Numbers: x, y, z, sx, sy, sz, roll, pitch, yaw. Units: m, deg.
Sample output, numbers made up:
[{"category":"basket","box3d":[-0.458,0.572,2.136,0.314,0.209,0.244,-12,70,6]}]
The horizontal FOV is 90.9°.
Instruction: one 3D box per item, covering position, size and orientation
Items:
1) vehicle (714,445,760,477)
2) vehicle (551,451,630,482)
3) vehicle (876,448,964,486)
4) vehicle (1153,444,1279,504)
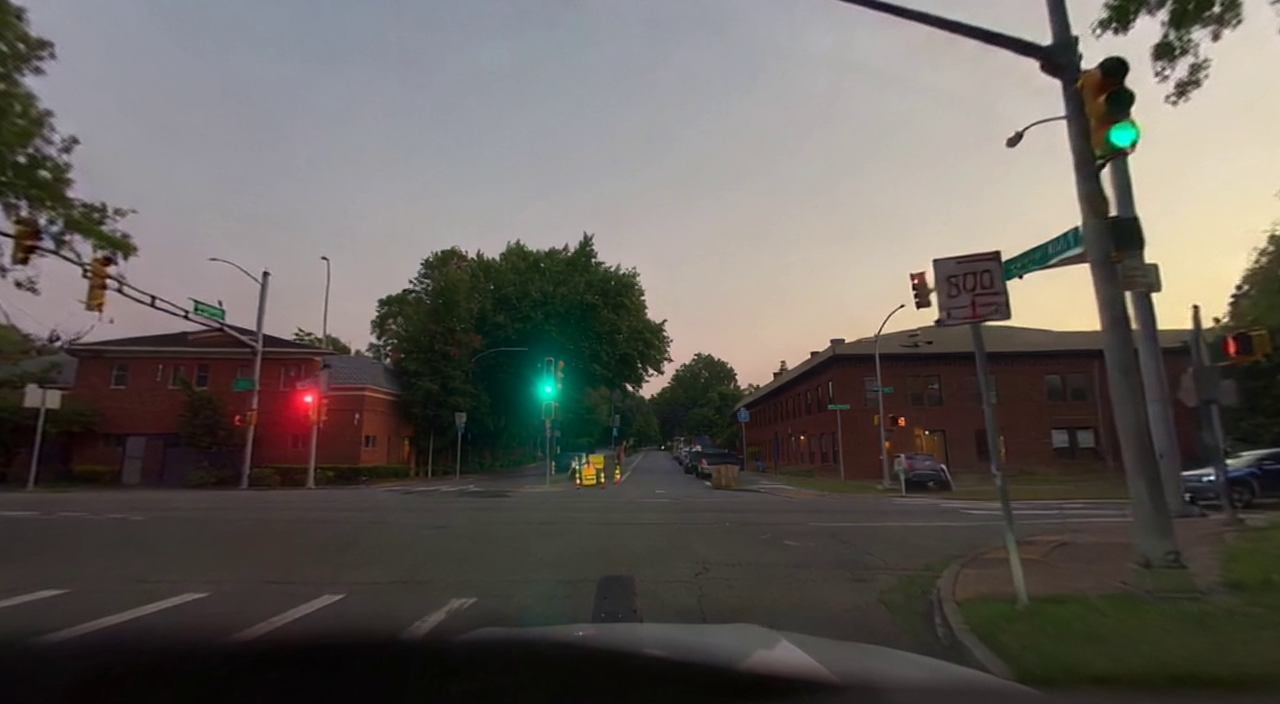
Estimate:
[{"category":"vehicle","box3d":[6.692,7.491,43.557,1.491,2.041,2.964,6,-10,-33]},{"category":"vehicle","box3d":[-2.744,6.303,35.001,3.991,1.526,1.868,-5,-9,31]},{"category":"vehicle","box3d":[12.183,5.117,27.752,1.922,1.529,3.964,1,-12,-1]},{"category":"vehicle","box3d":[16.682,3.265,17.119,3.876,1.512,1.784,0,-8,-1]}]
